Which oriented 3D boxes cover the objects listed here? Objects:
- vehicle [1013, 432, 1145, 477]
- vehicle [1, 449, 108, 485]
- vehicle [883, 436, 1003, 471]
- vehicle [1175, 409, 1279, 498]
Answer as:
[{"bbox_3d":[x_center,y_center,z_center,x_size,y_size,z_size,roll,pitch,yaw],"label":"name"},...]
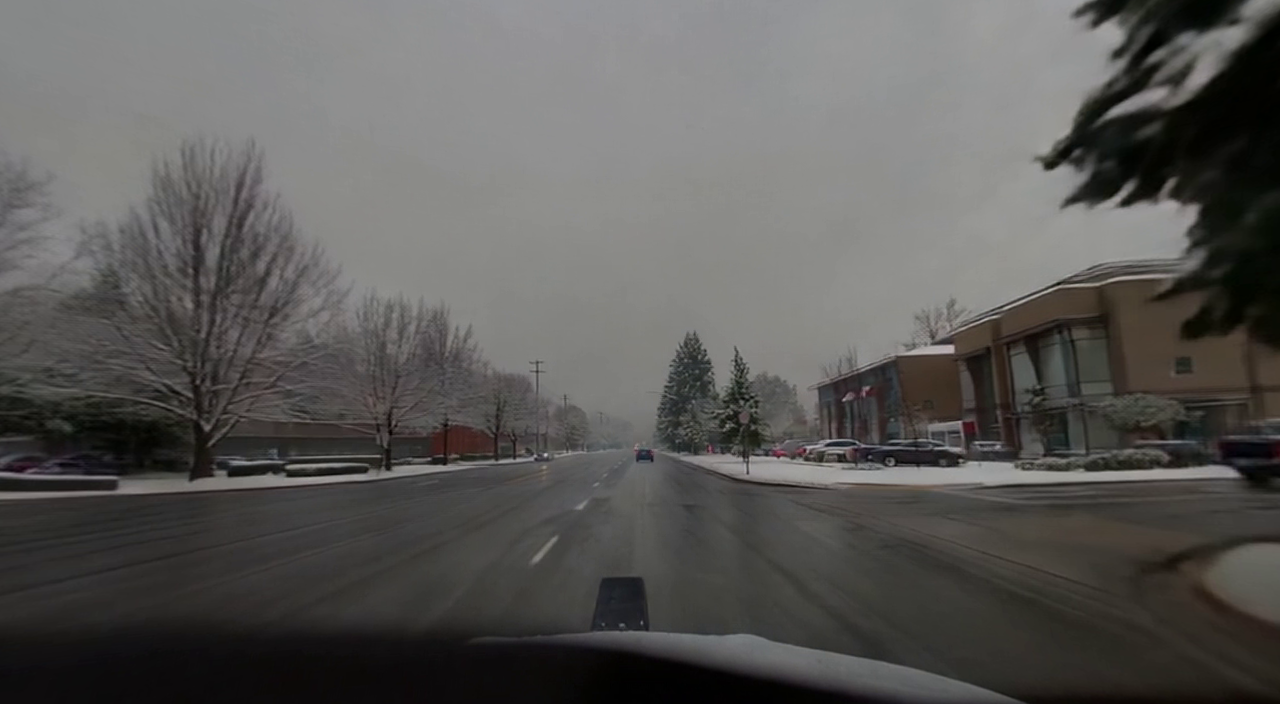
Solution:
[{"bbox_3d":[18.785,4.400,27.349,1.991,1.682,4.877,-3,-8,-3],"label":"vehicle"},{"bbox_3d":[-38.650,7.574,41.736,4.529,2.241,2.471,0,-8,-1],"label":"vehicle"},{"bbox_3d":[14.746,4.973,30.861,4.854,1.649,1.886,0,-9,-2],"label":"vehicle"},{"bbox_3d":[15.473,2.236,14.358,4.655,1.828,2.223,-1,-8,-6],"label":"vehicle"}]
